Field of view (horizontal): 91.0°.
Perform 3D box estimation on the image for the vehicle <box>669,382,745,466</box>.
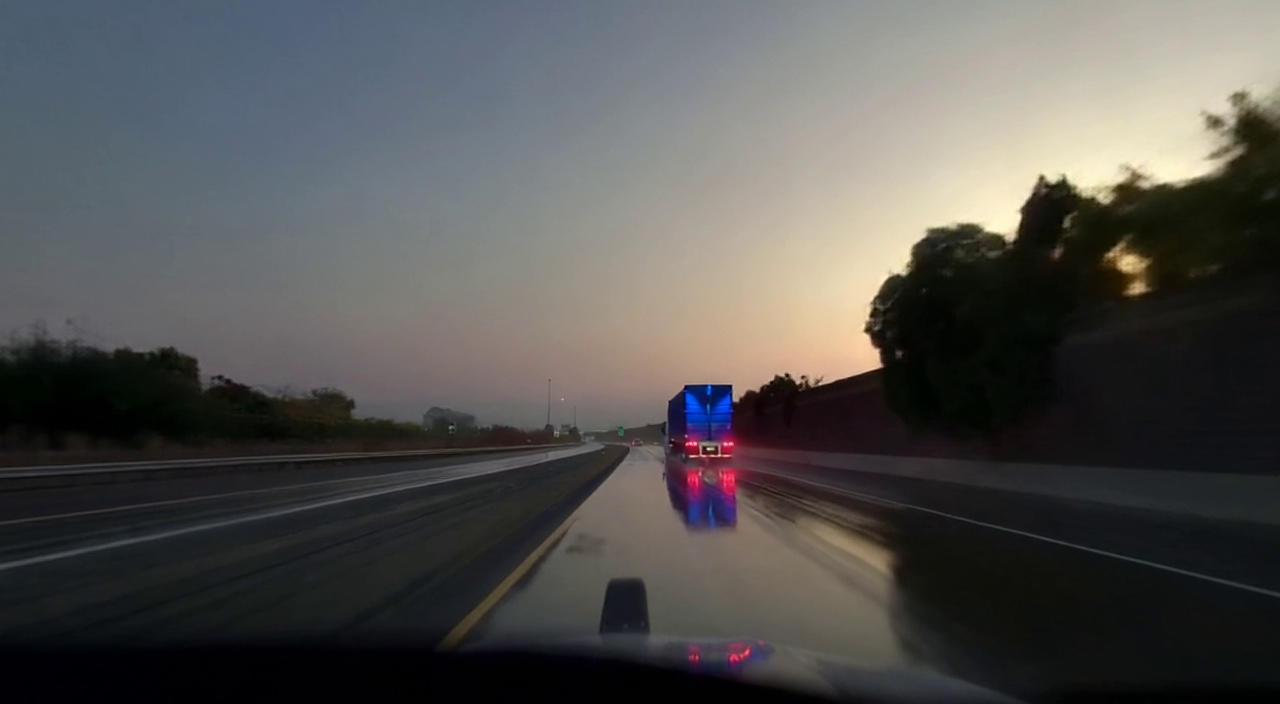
[{"bbox_3d":[3.977,4.919,41.319,3.615,4.578,13.539,0,-8,1],"label":"vehicle"}]
